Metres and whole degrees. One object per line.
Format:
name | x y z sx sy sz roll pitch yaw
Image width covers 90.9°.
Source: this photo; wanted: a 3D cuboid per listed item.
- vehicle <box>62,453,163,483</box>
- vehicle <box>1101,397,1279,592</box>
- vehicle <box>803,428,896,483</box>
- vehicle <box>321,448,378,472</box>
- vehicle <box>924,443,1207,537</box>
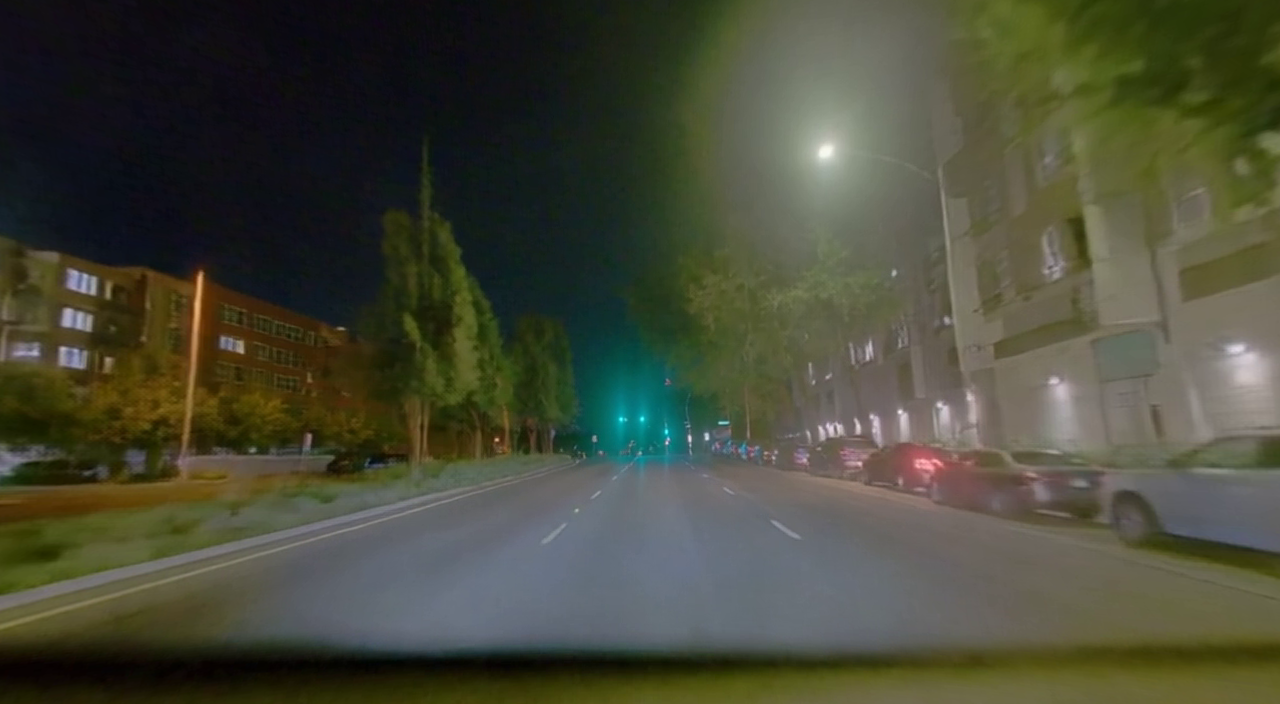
vehicle | -29.079 6.370 34.957 1.879 1.518 4.165 -1 -8 1
vehicle | 7.207 1.371 6.051 1.974 1.876 4.842 -1 -8 2
vehicle | 7.664 3.839 23.636 1.908 1.833 4.711 0 -8 1
vehicle | -21.501 7.962 46.837 1.968 1.615 4.591 -1 -8 1
vehicle | 7.319 2.387 11.641 2.093 1.365 4.566 0 -8 1
